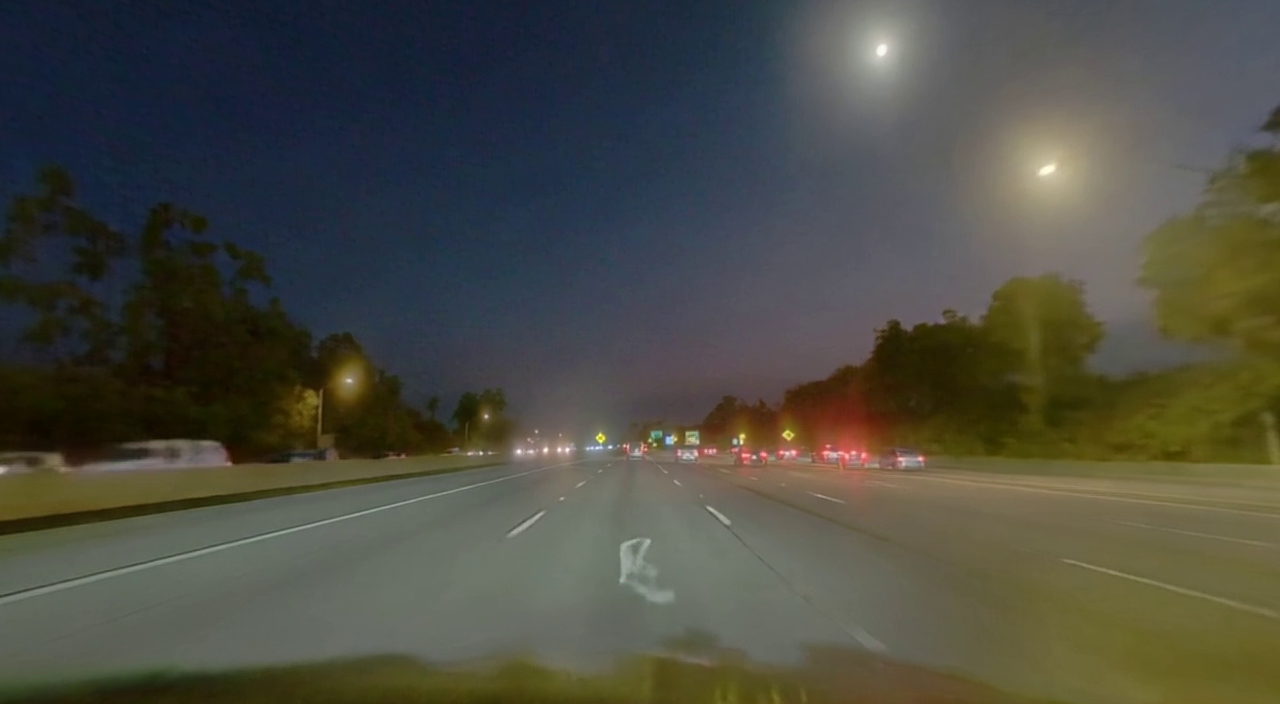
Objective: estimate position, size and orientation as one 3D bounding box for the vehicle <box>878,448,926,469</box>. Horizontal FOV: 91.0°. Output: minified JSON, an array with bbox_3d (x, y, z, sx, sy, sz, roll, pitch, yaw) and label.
[{"bbox_3d":[19.613,7.975,47.316,1.774,1.457,4.653,0,-9,1],"label":"vehicle"}]

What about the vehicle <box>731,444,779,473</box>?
[{"bbox_3d":[6.742,6.287,37.423,1.902,1.623,4.360,0,-9,-1],"label":"vehicle"}]

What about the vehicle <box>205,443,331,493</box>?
[{"bbox_3d":[-16.153,5.024,27.801,2.205,1.946,5.490,0,-9,0],"label":"vehicle"}]

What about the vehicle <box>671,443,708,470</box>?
[{"bbox_3d":[3.231,6.894,41.836,2.035,1.704,3.867,0,-9,-2],"label":"vehicle"}]

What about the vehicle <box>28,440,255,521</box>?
[{"bbox_3d":[-12.558,3.227,16.410,2.032,1.779,4.704,0,-9,0],"label":"vehicle"}]

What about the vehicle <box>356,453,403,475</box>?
[{"bbox_3d":[-20.131,8.649,48.839,1.715,1.478,4.670,0,-8,-1],"label":"vehicle"}]
